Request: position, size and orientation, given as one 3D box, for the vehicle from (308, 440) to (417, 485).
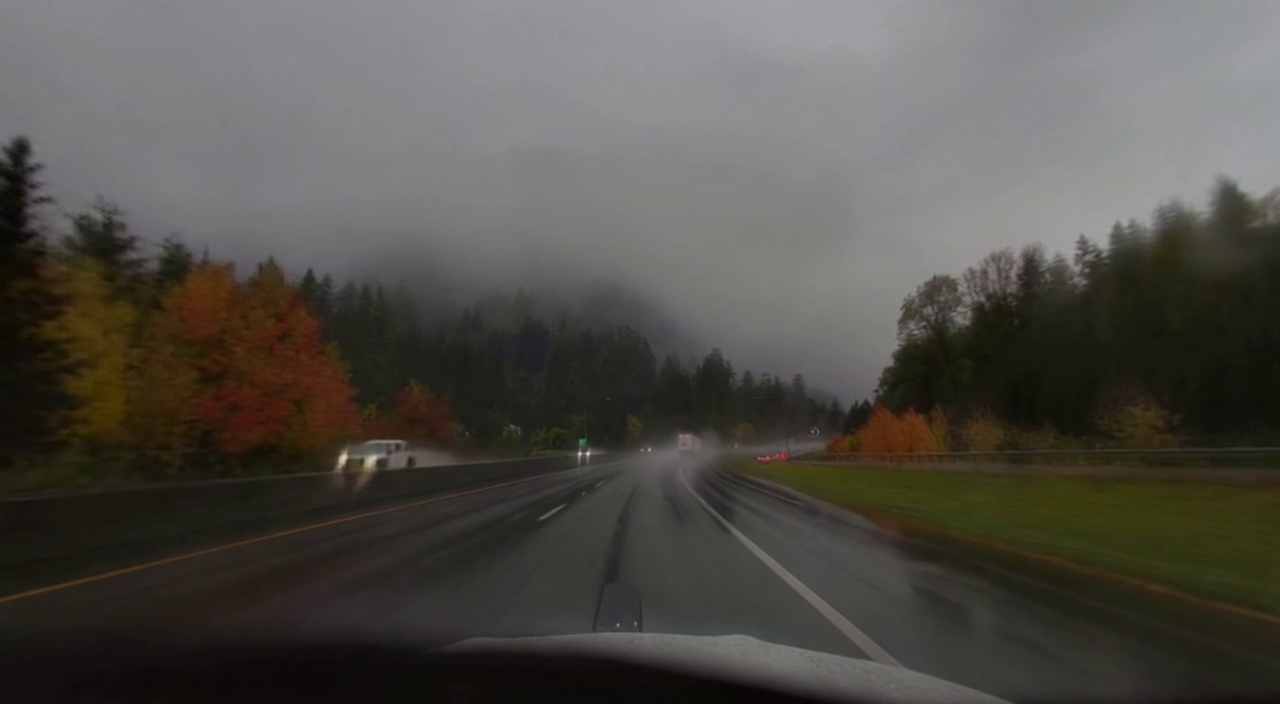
[{"bbox_3d":[-12.043,4.832,27.712,2.145,1.788,5.253,-1,-9,4],"label":"vehicle"}]
